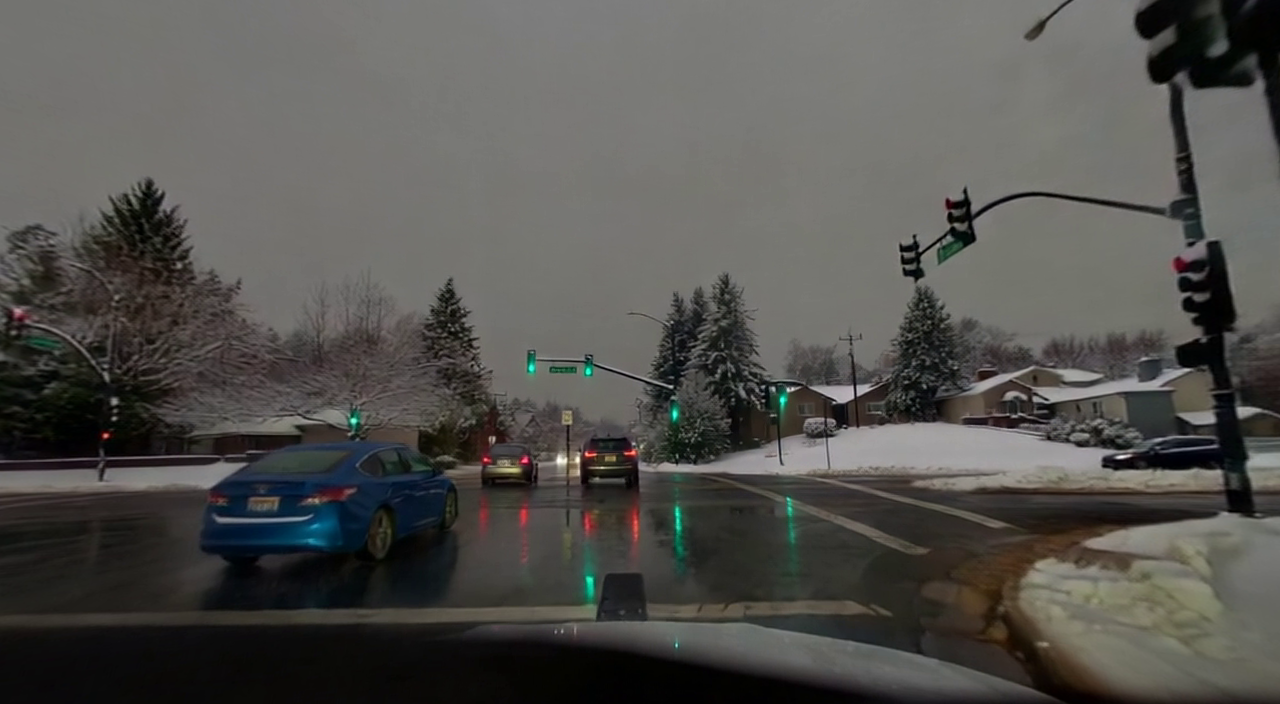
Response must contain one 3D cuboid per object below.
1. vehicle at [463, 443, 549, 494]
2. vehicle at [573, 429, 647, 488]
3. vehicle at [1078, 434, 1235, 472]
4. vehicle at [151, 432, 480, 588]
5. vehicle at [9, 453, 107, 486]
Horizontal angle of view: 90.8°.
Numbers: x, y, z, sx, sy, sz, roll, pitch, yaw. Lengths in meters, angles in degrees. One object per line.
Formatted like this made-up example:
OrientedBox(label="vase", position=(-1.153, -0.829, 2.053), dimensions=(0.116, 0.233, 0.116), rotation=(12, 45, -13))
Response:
OrientedBox(label="vehicle", position=(-4.206, 3.698, 20.566), dimensions=(1.934, 1.459, 4.368), rotation=(0, -8, -1))
OrientedBox(label="vehicle", position=(-1.076, 3.774, 22.829), dimensions=(2.396, 1.881, 4.606), rotation=(0, -8, -2))
OrientedBox(label="vehicle", position=(20.414, 4.003, 25.164), dimensions=(4.353, 1.431, 1.876), rotation=(-2, -8, 12))
OrientedBox(label="vehicle", position=(-3.760, 1.879, 8.572), dimensions=(1.977, 1.488, 4.741), rotation=(0, -8, 0))
OrientedBox(label="vehicle", position=(-32.614, 6.565, 35.575), dimensions=(2.113, 1.603, 4.222), rotation=(2, -8, -13))
